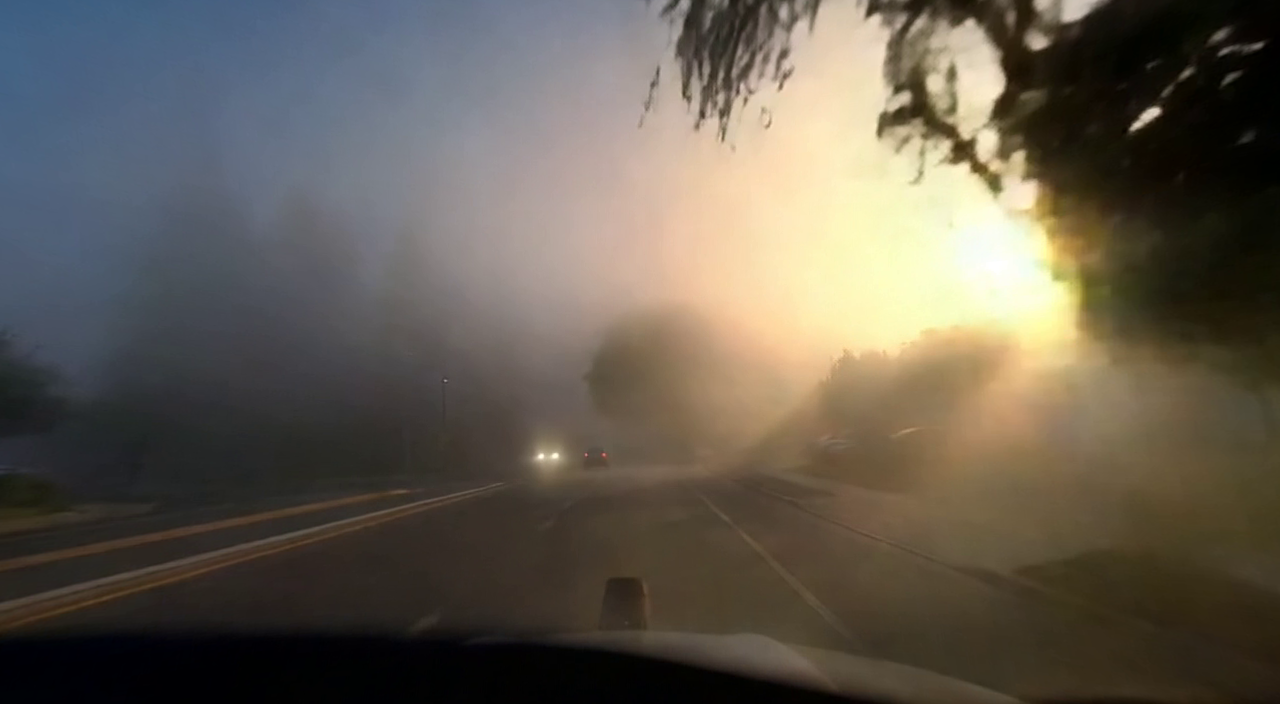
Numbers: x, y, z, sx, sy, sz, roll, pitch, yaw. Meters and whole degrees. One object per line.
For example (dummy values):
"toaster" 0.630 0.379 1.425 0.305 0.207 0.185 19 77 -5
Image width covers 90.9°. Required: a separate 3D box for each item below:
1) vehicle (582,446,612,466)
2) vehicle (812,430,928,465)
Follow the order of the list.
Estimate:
"vehicle" -3.218 7.886 47.988 1.973 1.400 3.915 0 -9 0
"vehicle" 10.574 4.440 29.233 4.606 1.525 1.932 0 -9 -1
